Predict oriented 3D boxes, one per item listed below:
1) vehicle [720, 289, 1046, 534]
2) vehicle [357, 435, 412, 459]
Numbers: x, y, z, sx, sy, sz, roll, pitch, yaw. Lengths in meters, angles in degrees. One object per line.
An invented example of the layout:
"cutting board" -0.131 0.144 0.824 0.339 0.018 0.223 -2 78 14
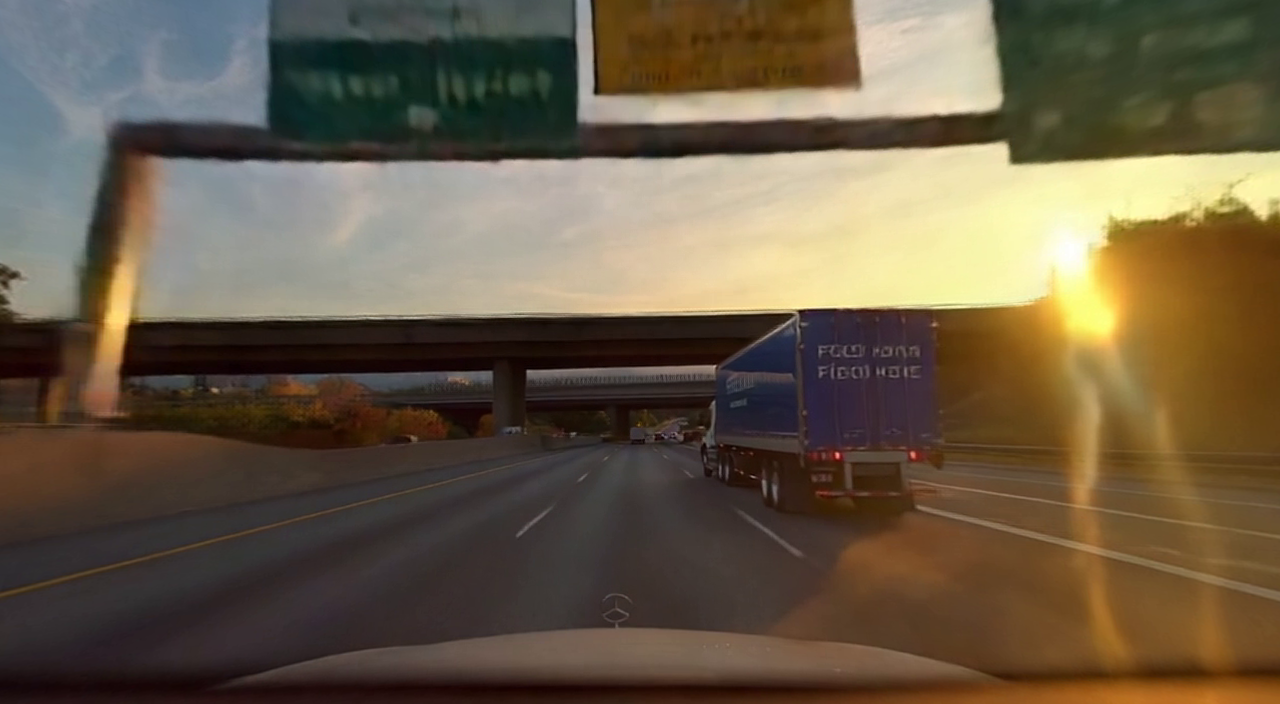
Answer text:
"vehicle" 4.018 1.514 14.220 2.849 3.391 11.018 0 -8 -1
"vehicle" -16.532 6.165 40.950 1.870 1.472 4.021 0 -8 0
